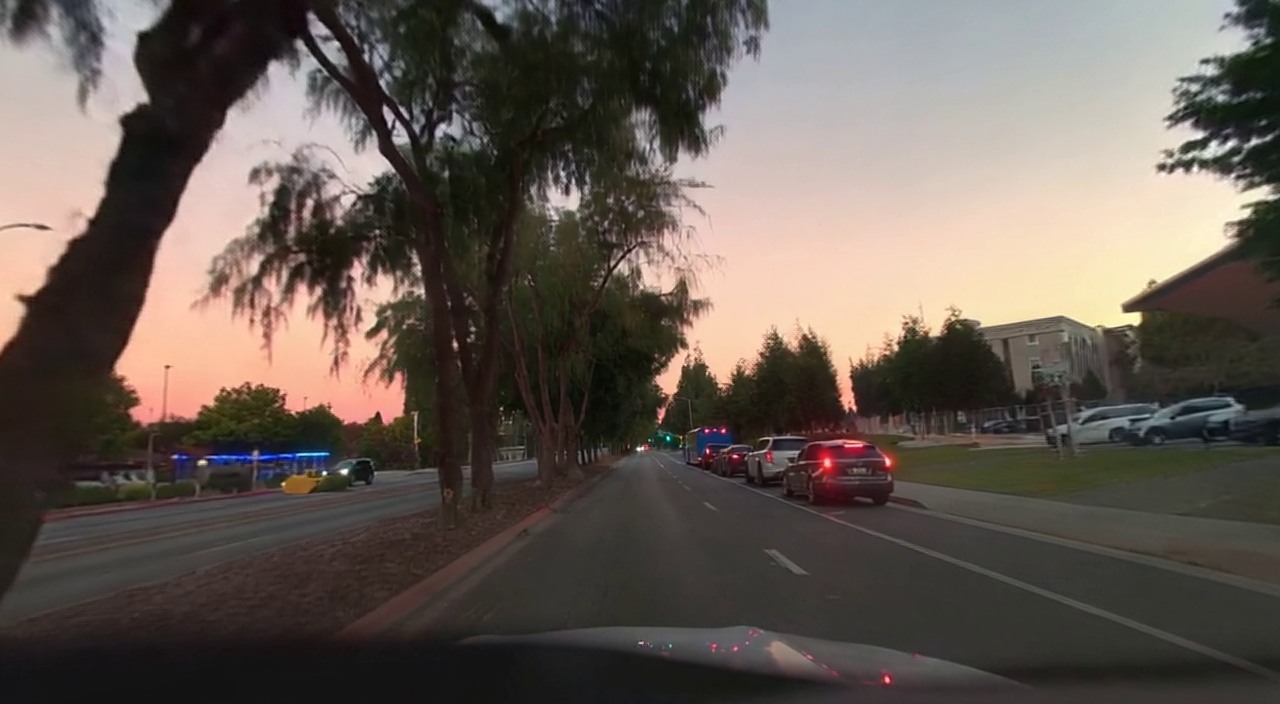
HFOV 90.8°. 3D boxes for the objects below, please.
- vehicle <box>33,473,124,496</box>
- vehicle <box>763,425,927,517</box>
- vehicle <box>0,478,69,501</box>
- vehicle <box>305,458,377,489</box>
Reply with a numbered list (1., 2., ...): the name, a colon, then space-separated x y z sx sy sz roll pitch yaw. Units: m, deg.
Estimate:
1. vehicle: -41.462 9.770 46.732 4.609 1.553 2.129 0 -9 -2
2. vehicle: 4.430 2.646 14.618 2.094 1.731 4.763 0 -8 -1
3. vehicle: -42.206 9.389 43.293 4.357 1.435 1.816 0 -9 0
4. vehicle: -19.586 7.949 41.678 2.166 1.804 4.897 -1 -8 3
